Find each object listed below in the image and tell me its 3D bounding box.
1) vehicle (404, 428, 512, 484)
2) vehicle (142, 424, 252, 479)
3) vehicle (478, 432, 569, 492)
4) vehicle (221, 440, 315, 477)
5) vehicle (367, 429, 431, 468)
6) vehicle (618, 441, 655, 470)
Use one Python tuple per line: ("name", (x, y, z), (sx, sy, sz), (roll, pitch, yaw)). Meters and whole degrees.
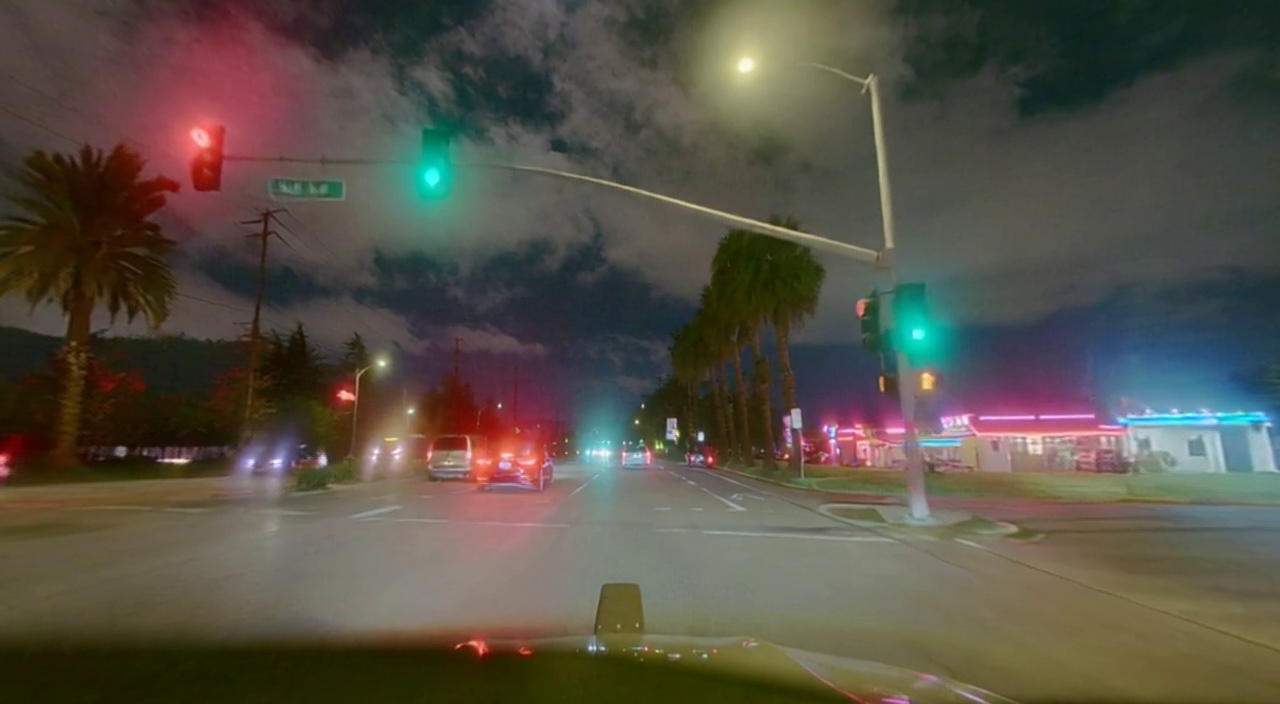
("vehicle", (-7.217, 4.233, 25.921), (2.457, 2.010, 6.330), (0, -9, 1))
("vehicle", (-26.007, 5.861, 37.278), (2.512, 2.978, 5.172), (1, -9, 0))
("vehicle", (-3.834, 3.716, 21.594), (2.116, 1.806, 4.516), (0, -9, 1))
("vehicle", (-18.382, 5.270, 31.391), (2.064, 1.670, 4.242), (0, -9, 0))
("vehicle", (-17.991, 7.263, 47.350), (2.331, 2.714, 5.872), (0, -9, 1))
("vehicle", (-0.268, 6.773, 41.299), (2.280, 1.803, 4.240), (0, -9, -1))
